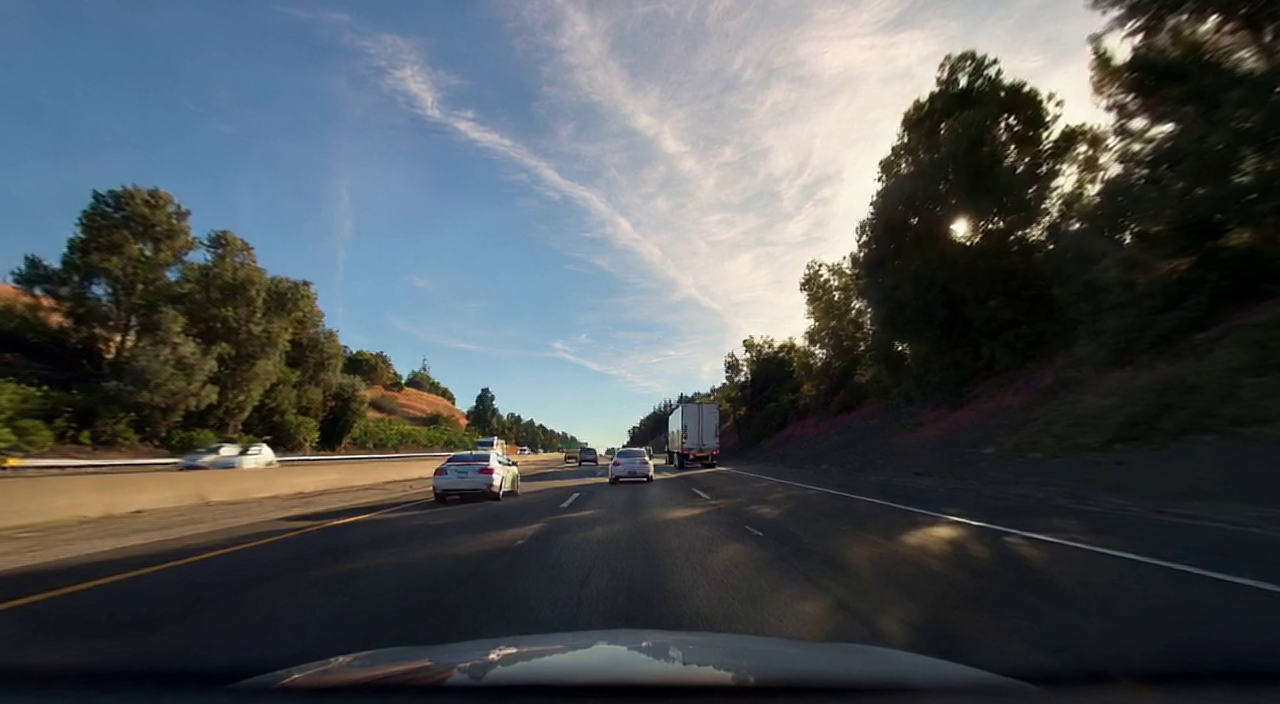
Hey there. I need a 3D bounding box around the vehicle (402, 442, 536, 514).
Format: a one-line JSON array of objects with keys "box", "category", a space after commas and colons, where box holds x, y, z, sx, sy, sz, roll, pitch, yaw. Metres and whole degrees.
[{"box": [-3.889, 2.949, 15.224, 2.017, 1.460, 4.382, 0, -9, 0], "category": "vehicle"}]

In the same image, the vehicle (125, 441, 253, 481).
[{"box": [-18.562, 4.498, 26.272, 1.923, 1.500, 4.769, 0, -9, -2], "category": "vehicle"}]

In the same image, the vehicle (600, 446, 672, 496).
[{"box": [-0.155, 3.695, 19.899, 2.023, 1.400, 4.028, 0, -9, -1], "category": "vehicle"}]

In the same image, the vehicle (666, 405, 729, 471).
[{"box": [3.858, 6.465, 46.535, 2.905, 4.109, 14.332, 0, -9, -2], "category": "vehicle"}]

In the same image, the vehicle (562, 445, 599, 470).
[{"box": [-4.137, 7.452, 44.639, 2.232, 1.688, 4.844, 0, -9, -1], "category": "vehicle"}]
